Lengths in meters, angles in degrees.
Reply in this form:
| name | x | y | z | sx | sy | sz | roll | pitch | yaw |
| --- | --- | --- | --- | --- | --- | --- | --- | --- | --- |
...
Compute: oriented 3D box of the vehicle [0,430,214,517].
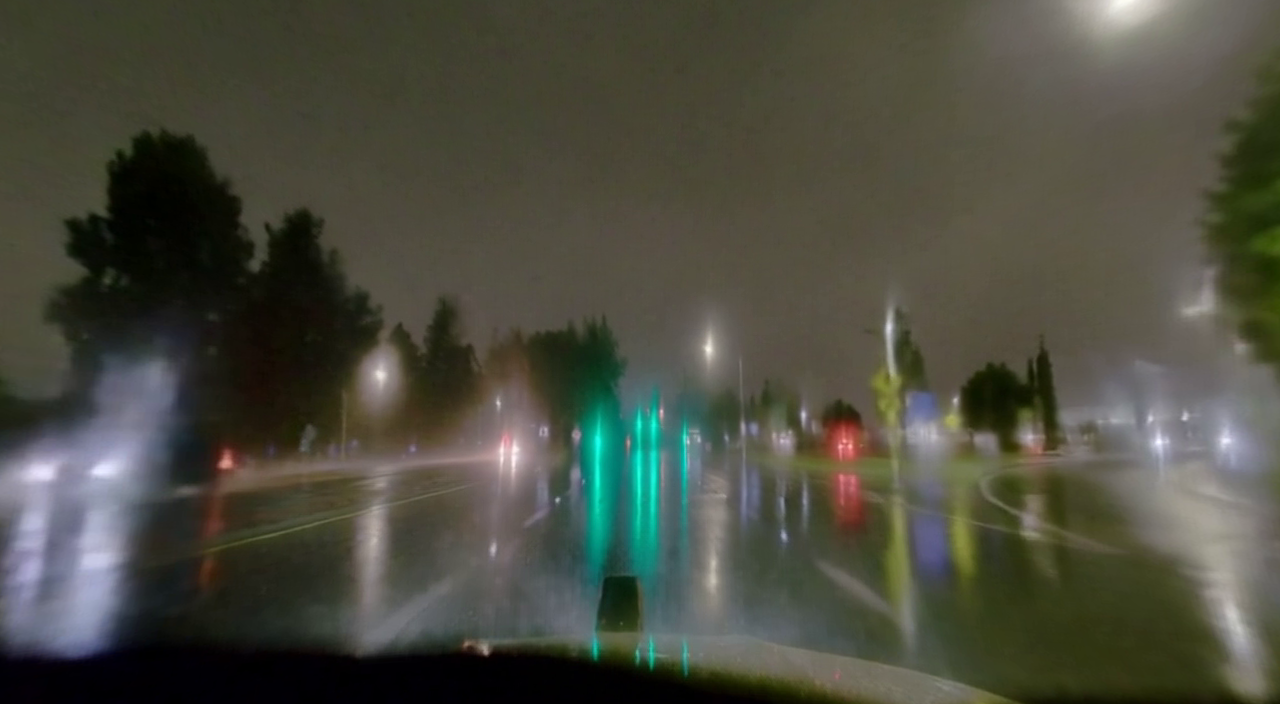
| name | x | y | z | sx | sy | sz | roll | pitch | yaw |
| --- | --- | --- | --- | --- | --- | --- | --- | --- | --- |
| vehicle | -13.106 | 2.806 | 15.212 | 2.156 | 1.728 | 4.968 | 0 | -8 | 1 |
